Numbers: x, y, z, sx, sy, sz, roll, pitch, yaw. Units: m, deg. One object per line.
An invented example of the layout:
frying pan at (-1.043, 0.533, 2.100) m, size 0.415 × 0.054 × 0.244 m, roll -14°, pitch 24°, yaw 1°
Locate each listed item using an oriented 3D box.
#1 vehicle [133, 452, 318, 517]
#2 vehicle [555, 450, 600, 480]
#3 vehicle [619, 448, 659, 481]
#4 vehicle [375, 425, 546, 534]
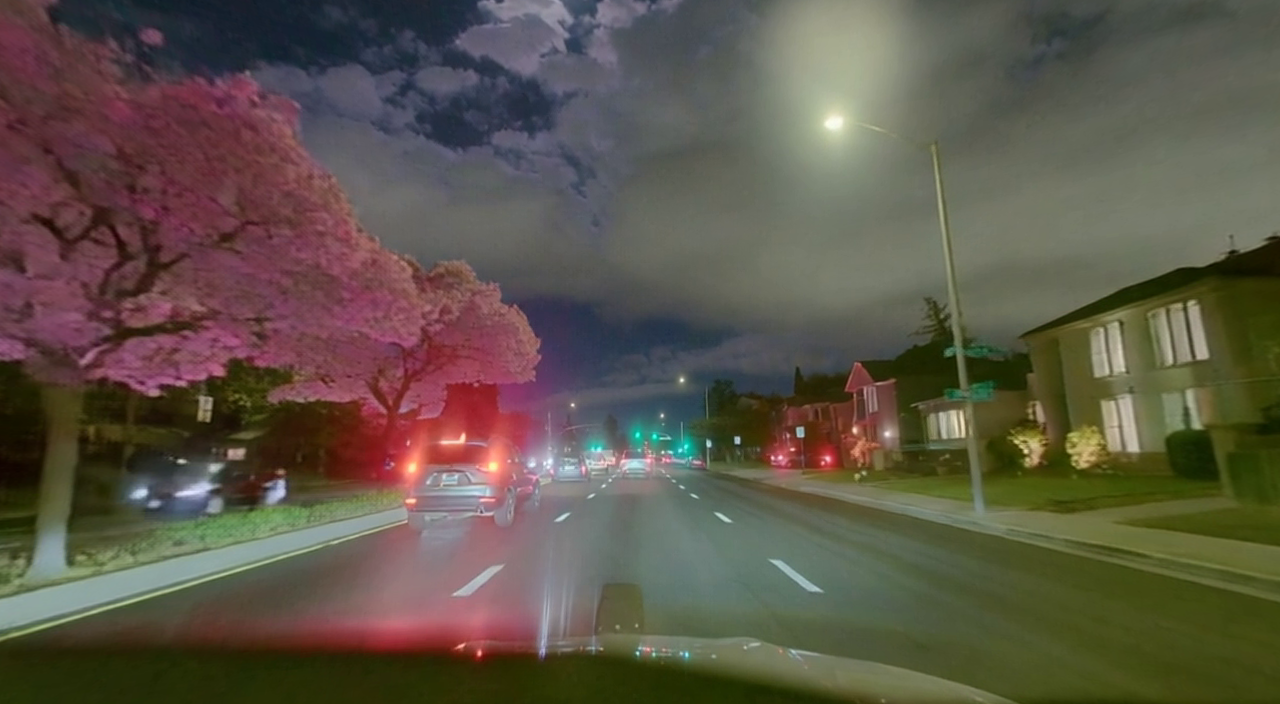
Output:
vehicle at (-11.056, 3.525, 17.370) m, size 1.963 × 1.476 × 4.593 m, roll 0°, pitch -8°, yaw 0°
vehicle at (-3.487, 6.349, 35.821) m, size 2.066 × 1.565 × 3.905 m, roll 0°, pitch -8°, yaw 2°
vehicle at (-0.042, 5.910, 33.497) m, size 1.997 × 1.636 × 3.760 m, roll 0°, pitch -8°, yaw 1°
vehicle at (-3.585, 2.634, 13.778) m, size 2.161 × 1.919 × 4.798 m, roll 0°, pitch -8°, yaw 2°
